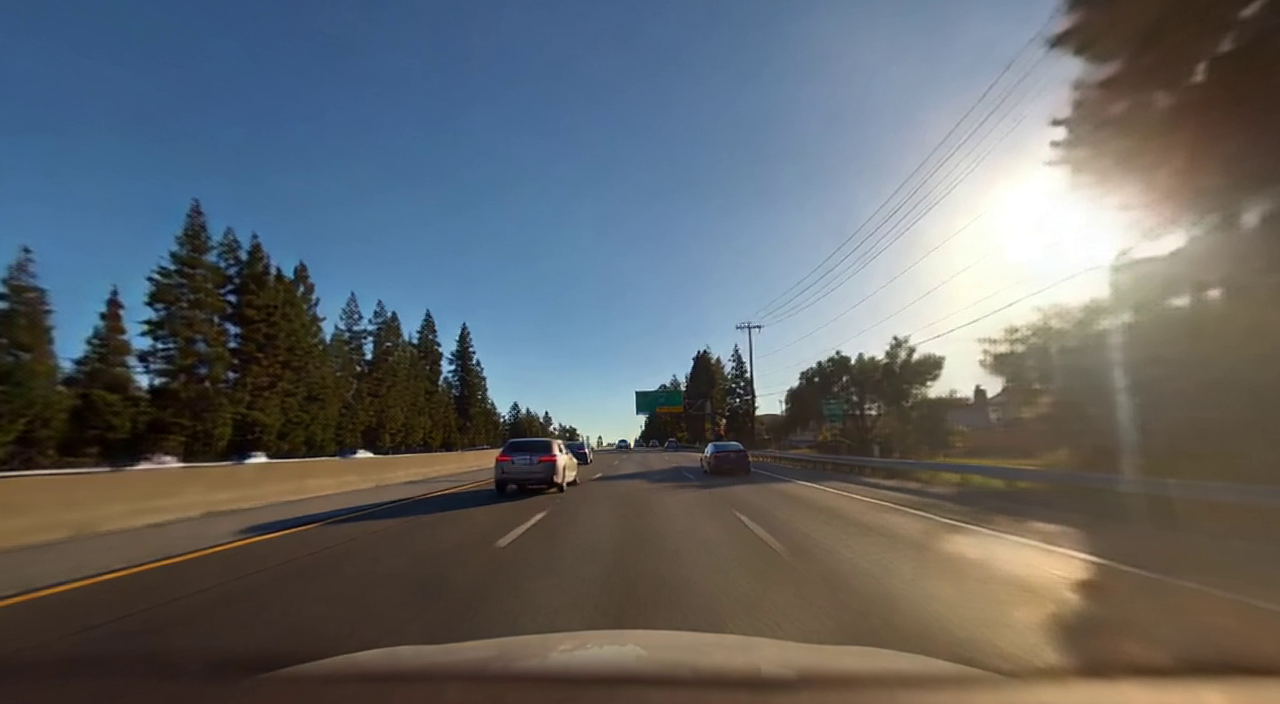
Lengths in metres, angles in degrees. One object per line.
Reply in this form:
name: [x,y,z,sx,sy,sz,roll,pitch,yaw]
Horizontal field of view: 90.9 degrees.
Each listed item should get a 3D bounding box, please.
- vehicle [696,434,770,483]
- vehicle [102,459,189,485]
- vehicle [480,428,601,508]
vehicle: [3.244,3.797,22.734,1.996,1.579,3.841,0,-8,-1]
vehicle: [-31.832,7.713,40.799,1.796,1.486,4.715,0,-8,1]
vehicle: [-2.169,2.681,15.079,2.049,1.620,4.153,0,-8,2]
